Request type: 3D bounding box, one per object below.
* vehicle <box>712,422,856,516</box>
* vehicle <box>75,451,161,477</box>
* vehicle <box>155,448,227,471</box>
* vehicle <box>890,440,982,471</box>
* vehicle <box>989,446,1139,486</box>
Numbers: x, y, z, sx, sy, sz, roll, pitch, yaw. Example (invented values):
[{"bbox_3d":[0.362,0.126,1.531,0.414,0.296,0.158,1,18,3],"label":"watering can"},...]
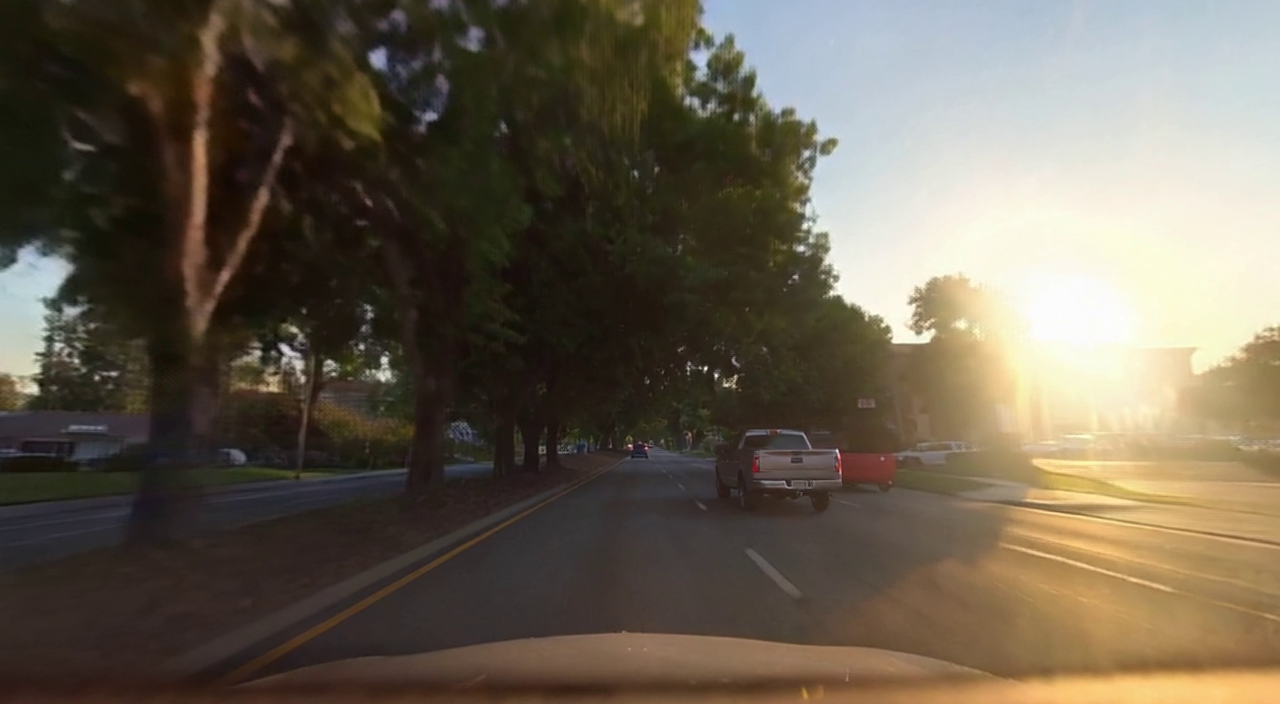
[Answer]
[{"bbox_3d":[3.140,2.707,15.163,2.138,1.836,5.245,0,-9,-1],"label":"vehicle"},{"bbox_3d":[-29.670,6.387,35.989,3.386,1.402,1.598,0,-9,-2],"label":"vehicle"},{"bbox_3d":[-29.414,7.017,41.432,3.413,1.459,1.669,0,-9,0],"label":"vehicle"},{"bbox_3d":[17.635,6.183,37.887,4.747,1.761,2.043,-4,-9,22],"label":"vehicle"},{"bbox_3d":[17.003,4.573,25.685,4.721,1.462,2.028,-4,-9,25],"label":"vehicle"}]
